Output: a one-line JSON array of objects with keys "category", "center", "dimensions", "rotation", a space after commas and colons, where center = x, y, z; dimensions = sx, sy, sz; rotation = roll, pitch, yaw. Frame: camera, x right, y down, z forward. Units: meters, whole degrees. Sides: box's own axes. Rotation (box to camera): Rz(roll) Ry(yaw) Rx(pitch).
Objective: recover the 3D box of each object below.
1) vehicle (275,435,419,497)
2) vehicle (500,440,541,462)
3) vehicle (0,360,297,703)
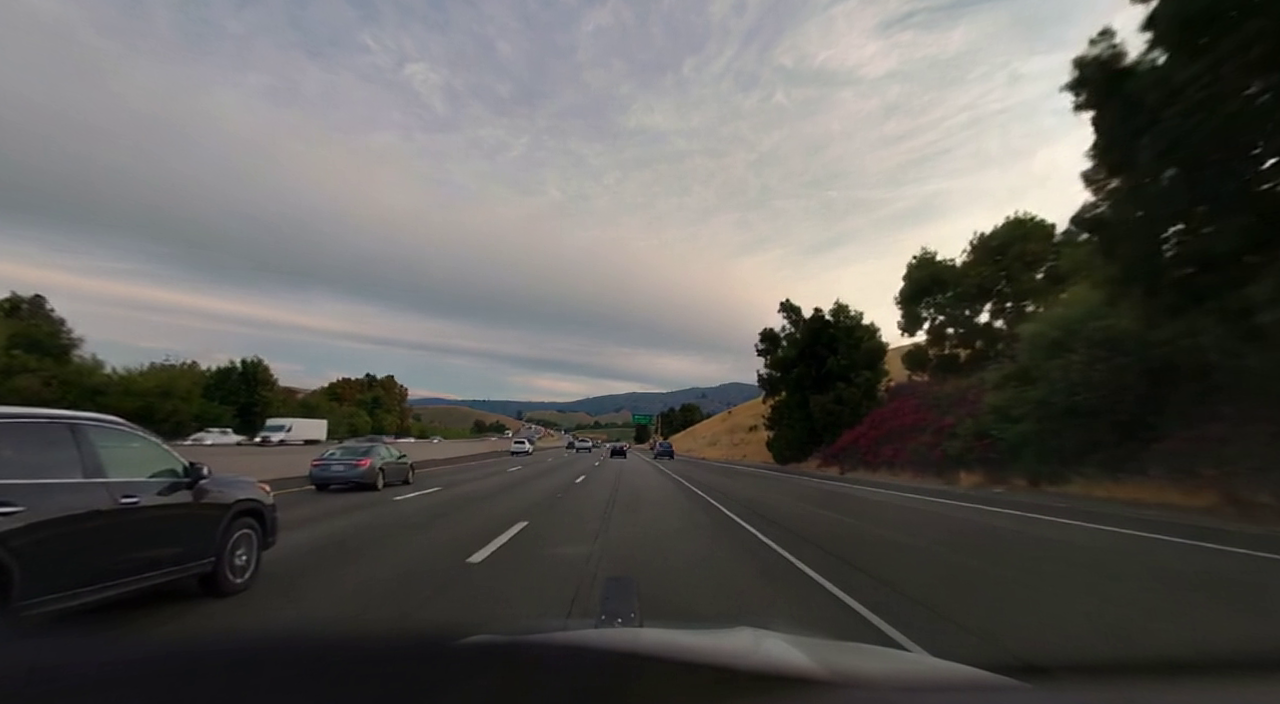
[{"category": "vehicle", "center": [-8.085, 3.172, 17.979], "dimensions": [1.975, 1.520, 4.390], "rotation": [0, -8, 0]}, {"category": "vehicle", "center": [-8.300, 6.926, 44.379], "dimensions": [2.020, 1.447, 4.322], "rotation": [0, -8, 0]}, {"category": "vehicle", "center": [-4.177, 0.926, 3.257], "dimensions": [2.166, 1.700, 4.661], "rotation": [0, -8, 0]}]
